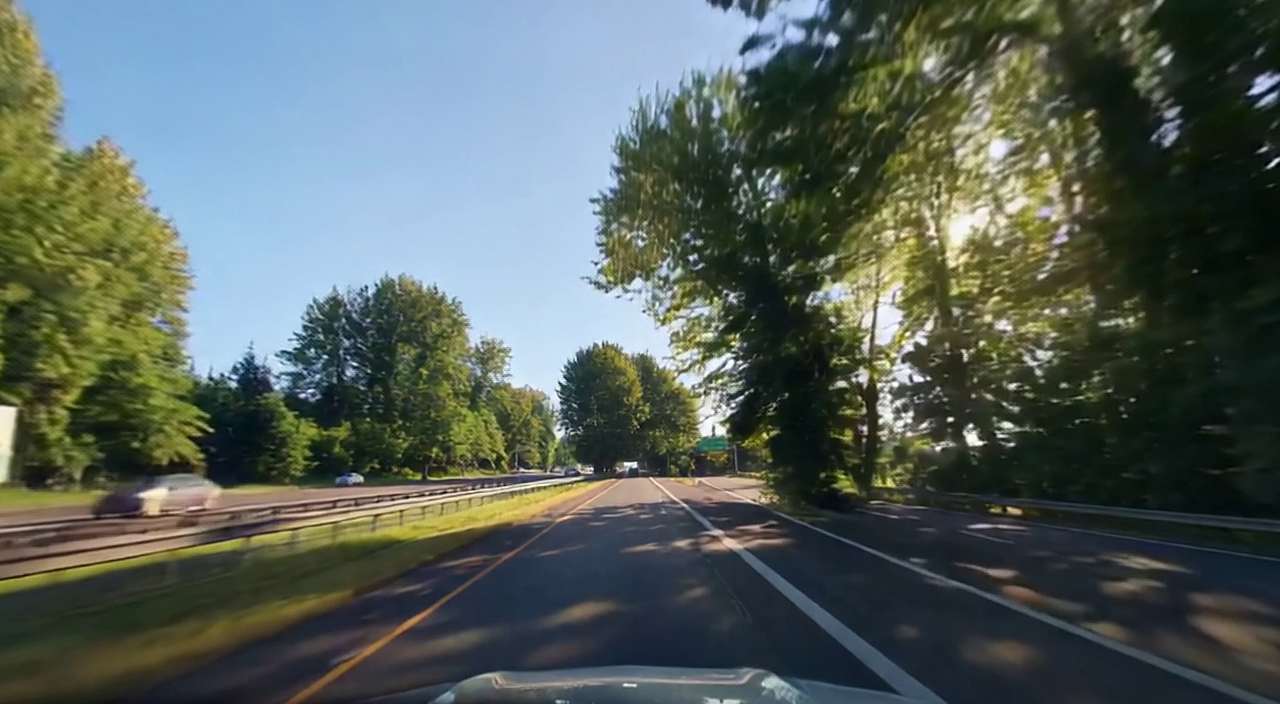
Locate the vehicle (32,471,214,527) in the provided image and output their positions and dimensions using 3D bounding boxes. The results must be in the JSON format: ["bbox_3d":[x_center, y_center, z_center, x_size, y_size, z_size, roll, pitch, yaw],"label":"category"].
[{"bbox_3d":[-16.179,4.594,20.139,1.874,1.496,4.616,1,-11,0],"label":"vehicle"}]
